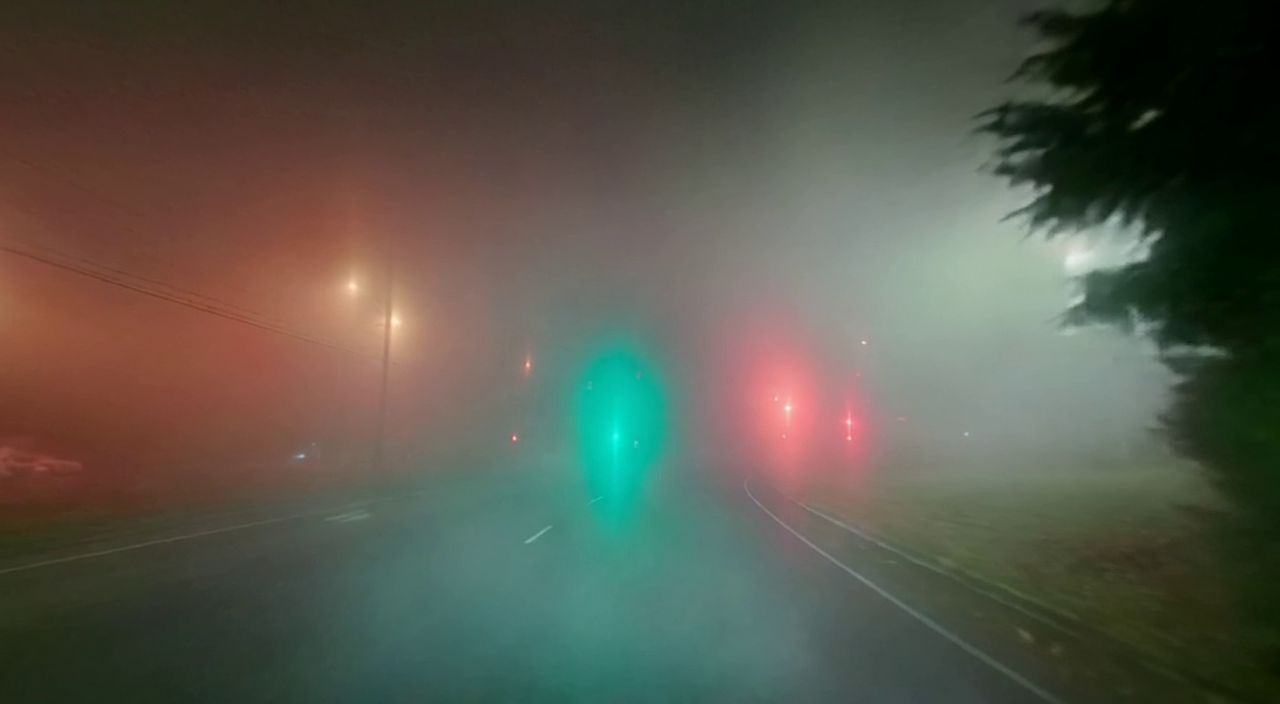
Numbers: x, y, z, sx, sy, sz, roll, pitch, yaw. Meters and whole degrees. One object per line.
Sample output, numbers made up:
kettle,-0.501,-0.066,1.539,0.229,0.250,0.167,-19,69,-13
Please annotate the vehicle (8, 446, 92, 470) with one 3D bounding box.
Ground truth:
vehicle,-36.933,6.609,39.514,3.737,1.444,1.680,-1,-9,6

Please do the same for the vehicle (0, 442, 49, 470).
vehicle,-37.270,6.086,36.853,3.771,1.554,1.826,-1,-9,7
